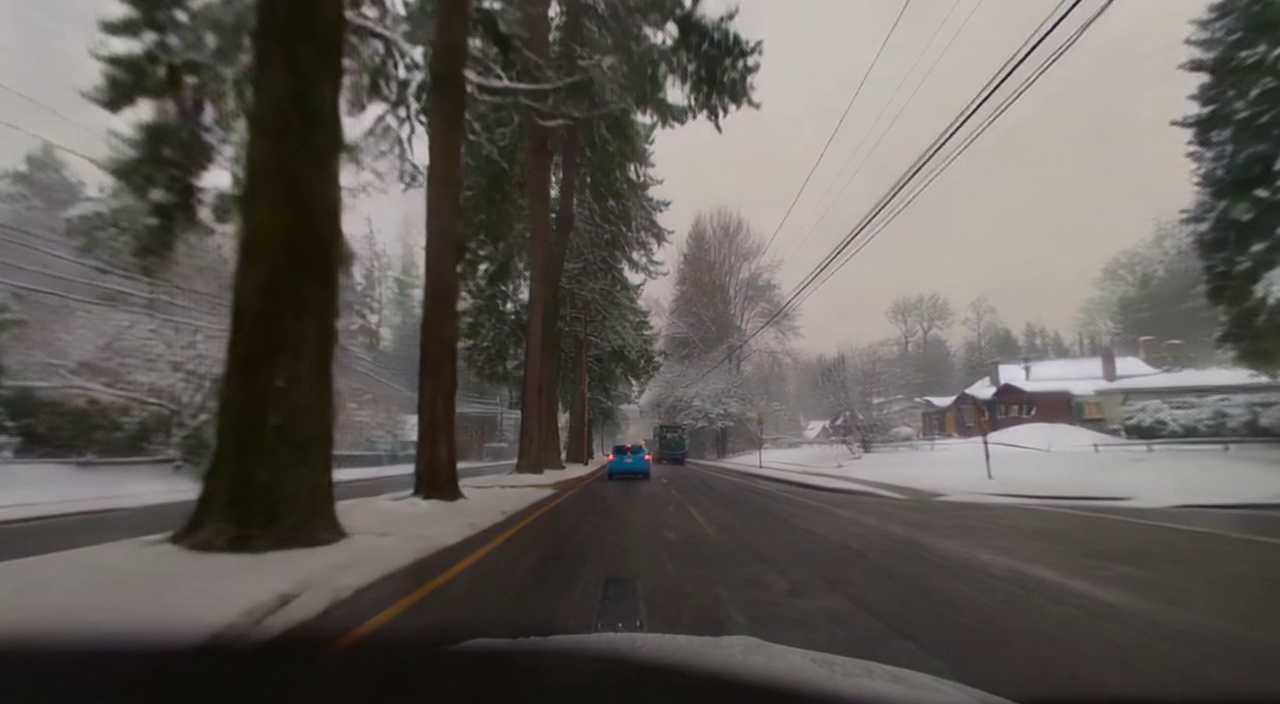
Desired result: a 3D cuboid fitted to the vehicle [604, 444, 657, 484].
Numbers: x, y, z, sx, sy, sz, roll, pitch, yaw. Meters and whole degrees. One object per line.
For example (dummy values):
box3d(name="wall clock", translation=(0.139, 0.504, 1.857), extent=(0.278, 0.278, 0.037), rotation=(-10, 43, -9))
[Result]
box3d(name="vehicle", translation=(-0.401, 4.574, 26.239), extent=(2.018, 1.511, 3.993), rotation=(0, -8, -1))
